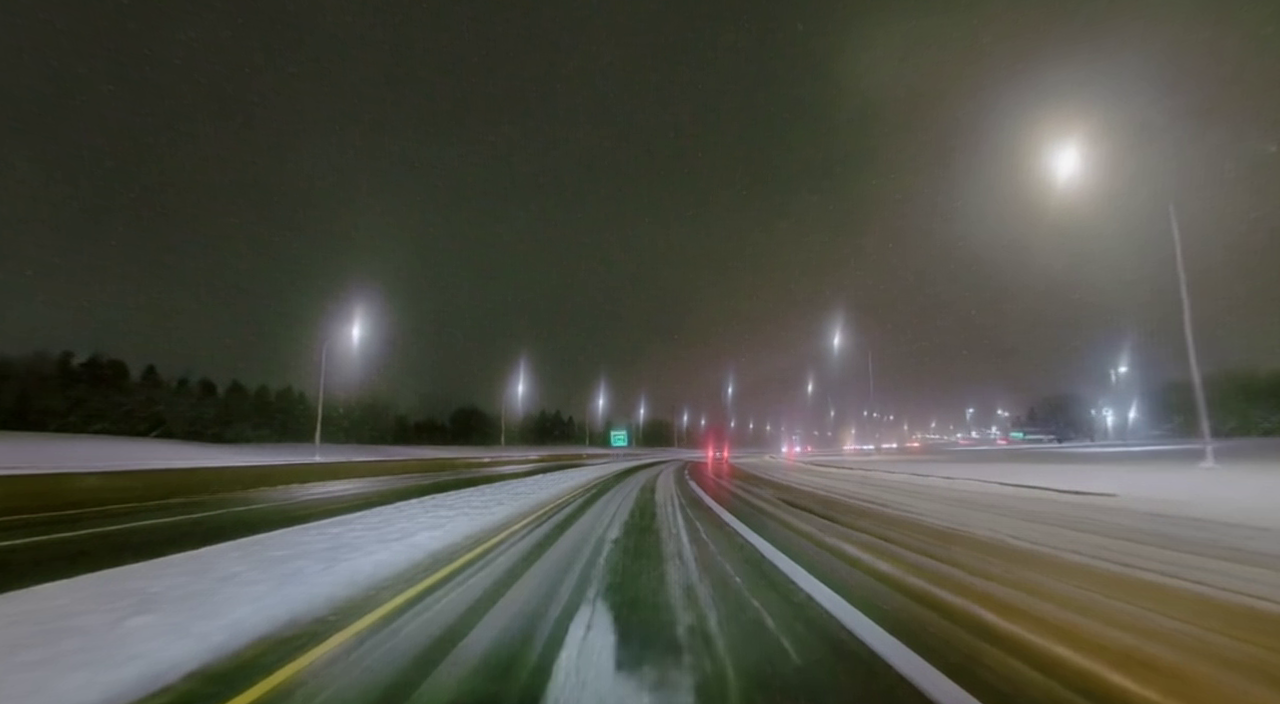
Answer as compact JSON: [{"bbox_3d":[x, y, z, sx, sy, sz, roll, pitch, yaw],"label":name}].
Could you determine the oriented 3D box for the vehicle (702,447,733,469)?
[{"bbox_3d":[5.467,7.541,45.135,1.874,1.506,4.116,-1,-9,3],"label":"vehicle"}]
